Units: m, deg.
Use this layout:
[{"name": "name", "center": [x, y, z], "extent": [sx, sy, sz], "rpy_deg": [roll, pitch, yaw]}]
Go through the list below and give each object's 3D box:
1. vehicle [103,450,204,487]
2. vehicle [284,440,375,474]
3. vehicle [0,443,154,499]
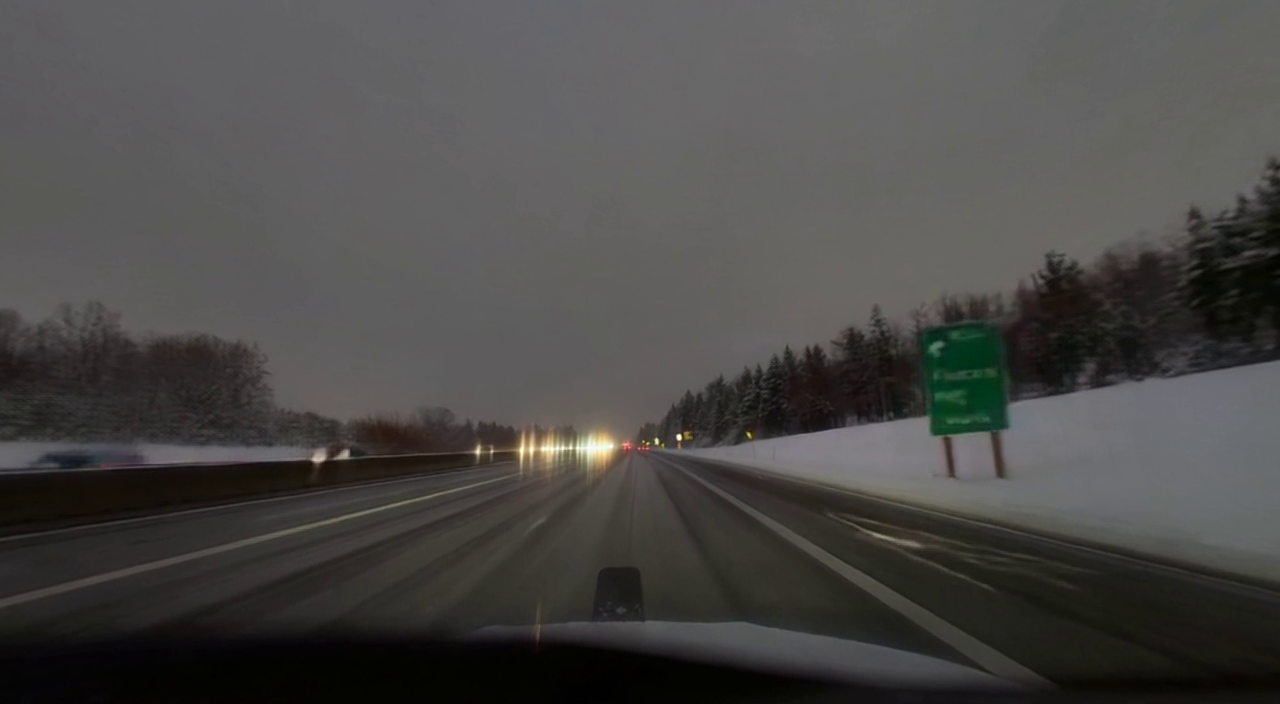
[{"name": "vehicle", "center": [-18.734, 4.464, 24.439], "extent": [1.713, 1.339, 2.712], "rpy_deg": [0, -9, 0]}, {"name": "vehicle", "center": [-14.646, 4.995, 30.088], "extent": [1.871, 1.473, 4.717], "rpy_deg": [0, -9, 1]}, {"name": "vehicle", "center": [-18.586, 3.763, 20.364], "extent": [2.163, 1.564, 4.548], "rpy_deg": [0, -9, -1]}]
